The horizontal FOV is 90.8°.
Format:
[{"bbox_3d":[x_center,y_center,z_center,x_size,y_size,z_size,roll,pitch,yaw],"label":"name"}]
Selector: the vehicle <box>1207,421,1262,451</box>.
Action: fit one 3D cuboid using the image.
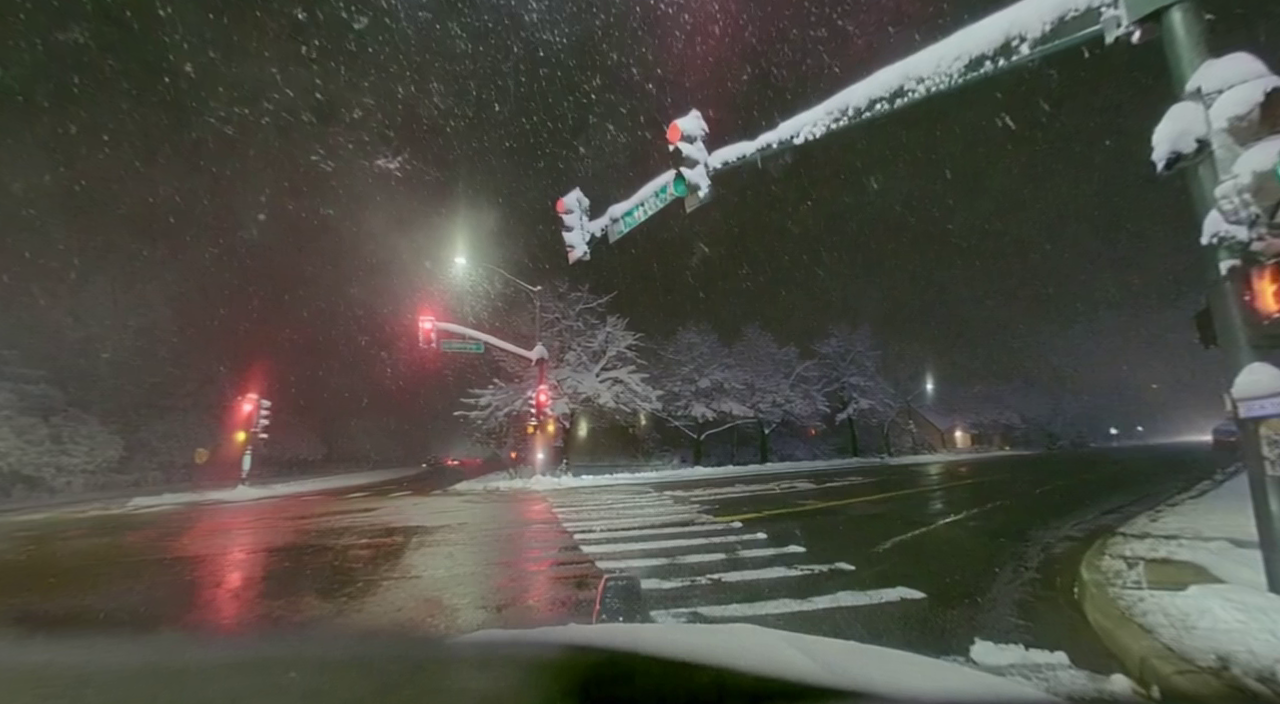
[{"bbox_3d":[40.731,5.785,43.218,5.049,1.896,2.194,8,-12,-42],"label":"vehicle"}]
